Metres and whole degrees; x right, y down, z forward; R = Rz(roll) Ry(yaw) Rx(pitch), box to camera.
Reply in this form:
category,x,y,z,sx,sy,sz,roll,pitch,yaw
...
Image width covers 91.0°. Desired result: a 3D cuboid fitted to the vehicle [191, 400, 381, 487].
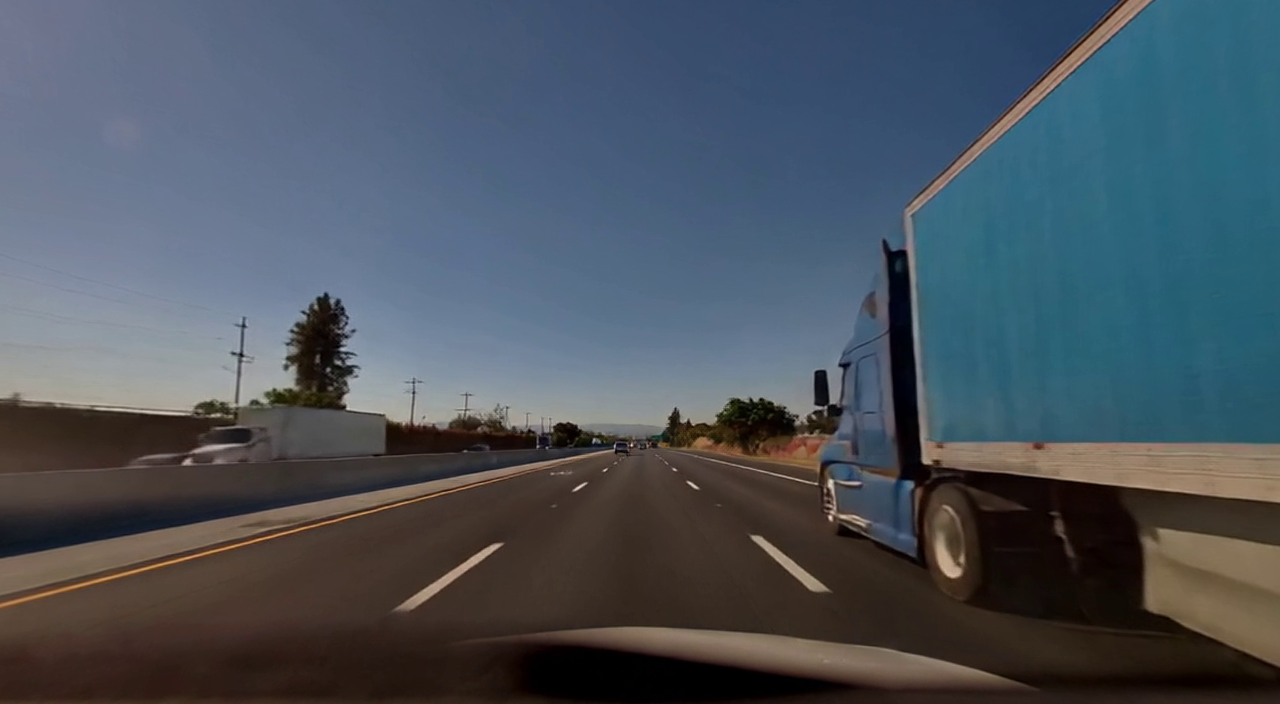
category,x,y,z,sx,sy,sz,roll,pitch,yaw
vehicle,-19.628,5.338,36.773,2.919,4.097,14.005,0,-8,0

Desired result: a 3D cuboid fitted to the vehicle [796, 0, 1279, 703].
category,x,y,z,sx,sy,sz,roll,pitch,yaw
vehicle,3.747,0.109,5.524,3.079,3.852,6.223,0,-8,0
